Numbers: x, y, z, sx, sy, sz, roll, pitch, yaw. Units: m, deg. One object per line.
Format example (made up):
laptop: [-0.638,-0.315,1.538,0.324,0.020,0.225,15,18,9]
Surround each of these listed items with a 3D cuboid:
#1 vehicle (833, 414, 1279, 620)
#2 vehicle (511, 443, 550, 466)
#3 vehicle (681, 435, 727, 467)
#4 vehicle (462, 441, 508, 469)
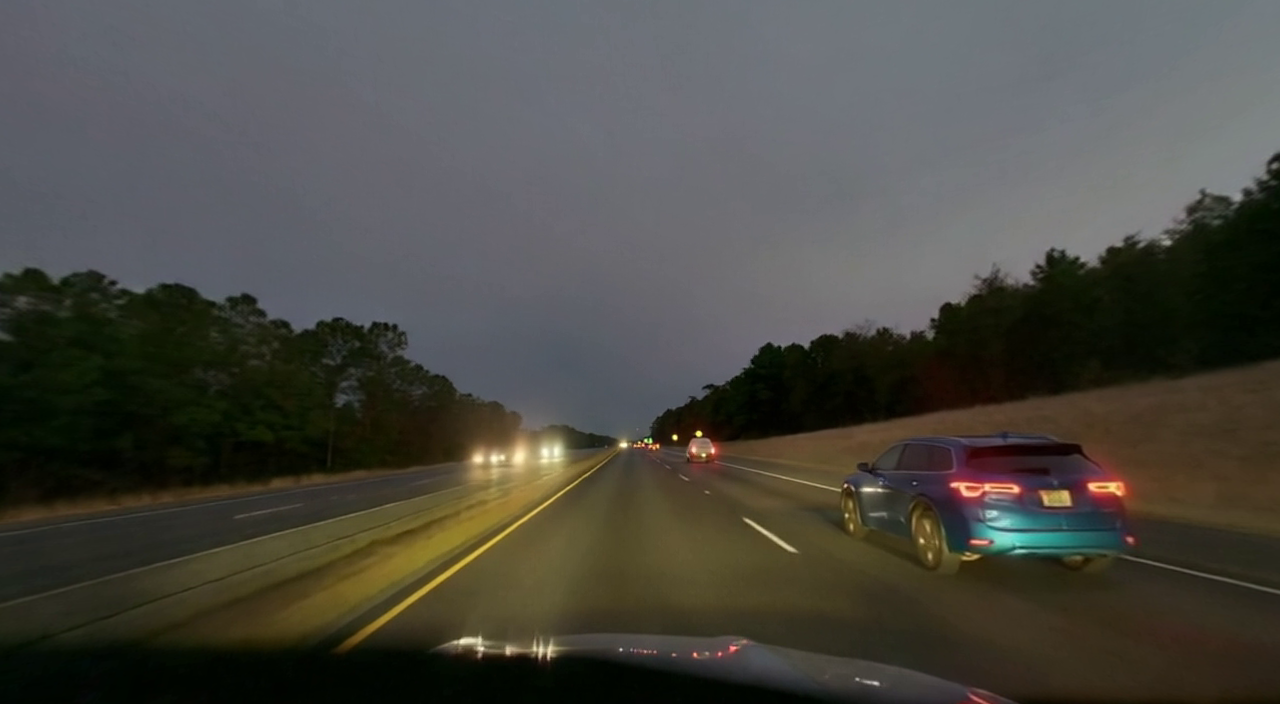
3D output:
vehicle: [3.823,1.524,6.857,1.999,1.501,4.221,0,-8,-1]
vehicle: [-7.743,7.302,45.018,1.993,1.508,4.492,-1,-8,0]
vehicle: [3.500,5.530,35.317,2.043,1.673,4.016,0,-8,-2]
vehicle: [-11.811,7.875,48.253,2.223,1.985,5.103,-1,-8,0]
